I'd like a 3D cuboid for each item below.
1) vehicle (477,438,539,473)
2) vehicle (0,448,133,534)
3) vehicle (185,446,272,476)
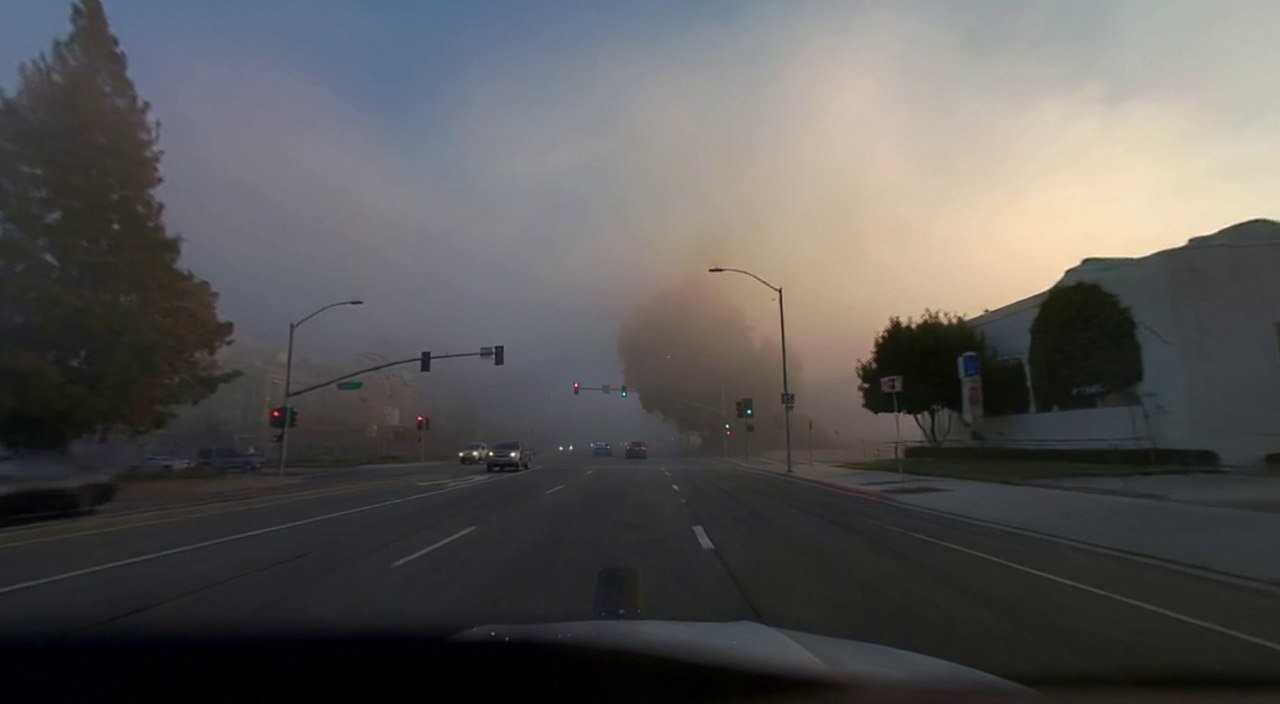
[{"bbox_3d":[-7.019,5.548,34.116,2.262,1.708,4.466,-1,-9,2],"label":"vehicle"},{"bbox_3d":[-11.914,2.459,11.286,1.987,1.445,4.482,0,-9,0],"label":"vehicle"},{"bbox_3d":[-31.069,8.228,47.831,4.957,1.928,2.203,-2,-8,-5],"label":"vehicle"}]
